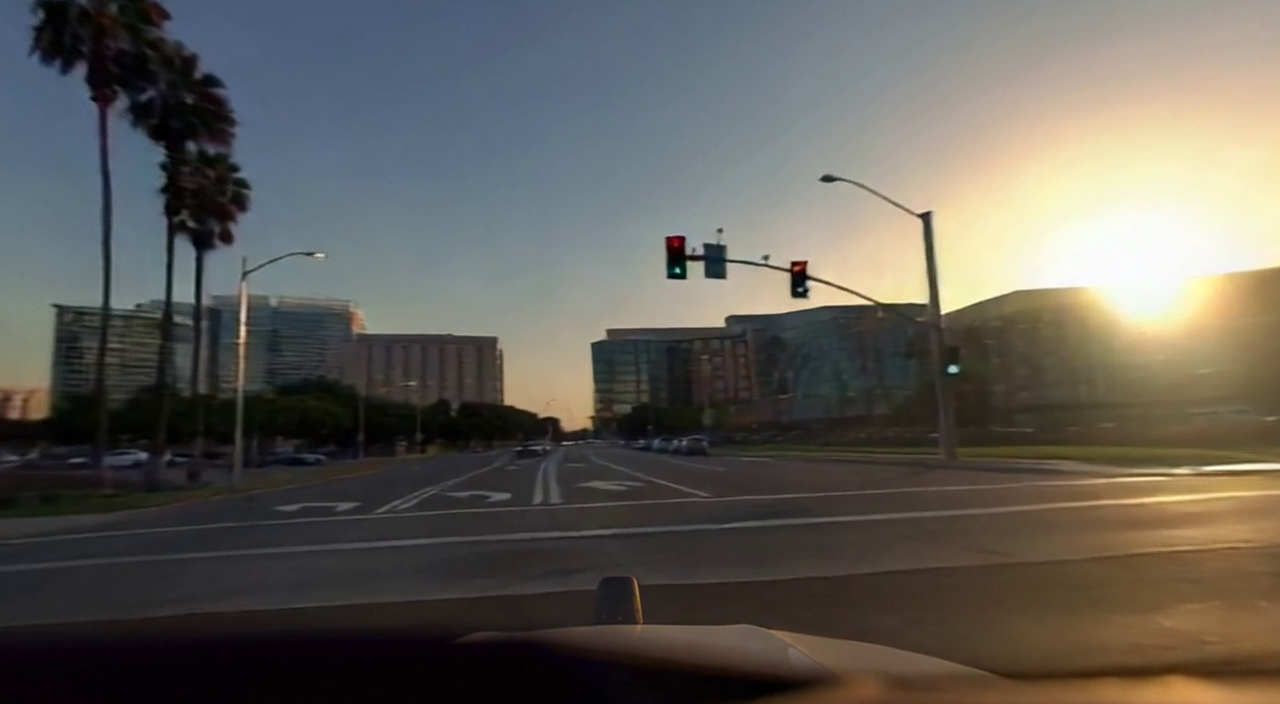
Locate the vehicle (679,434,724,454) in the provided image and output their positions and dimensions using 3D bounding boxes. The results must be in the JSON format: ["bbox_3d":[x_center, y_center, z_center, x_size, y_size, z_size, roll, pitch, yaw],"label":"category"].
[{"bbox_3d":[4.671,7.123,48.717,1.870,1.456,4.605,3,-9,-16],"label":"vehicle"}]
